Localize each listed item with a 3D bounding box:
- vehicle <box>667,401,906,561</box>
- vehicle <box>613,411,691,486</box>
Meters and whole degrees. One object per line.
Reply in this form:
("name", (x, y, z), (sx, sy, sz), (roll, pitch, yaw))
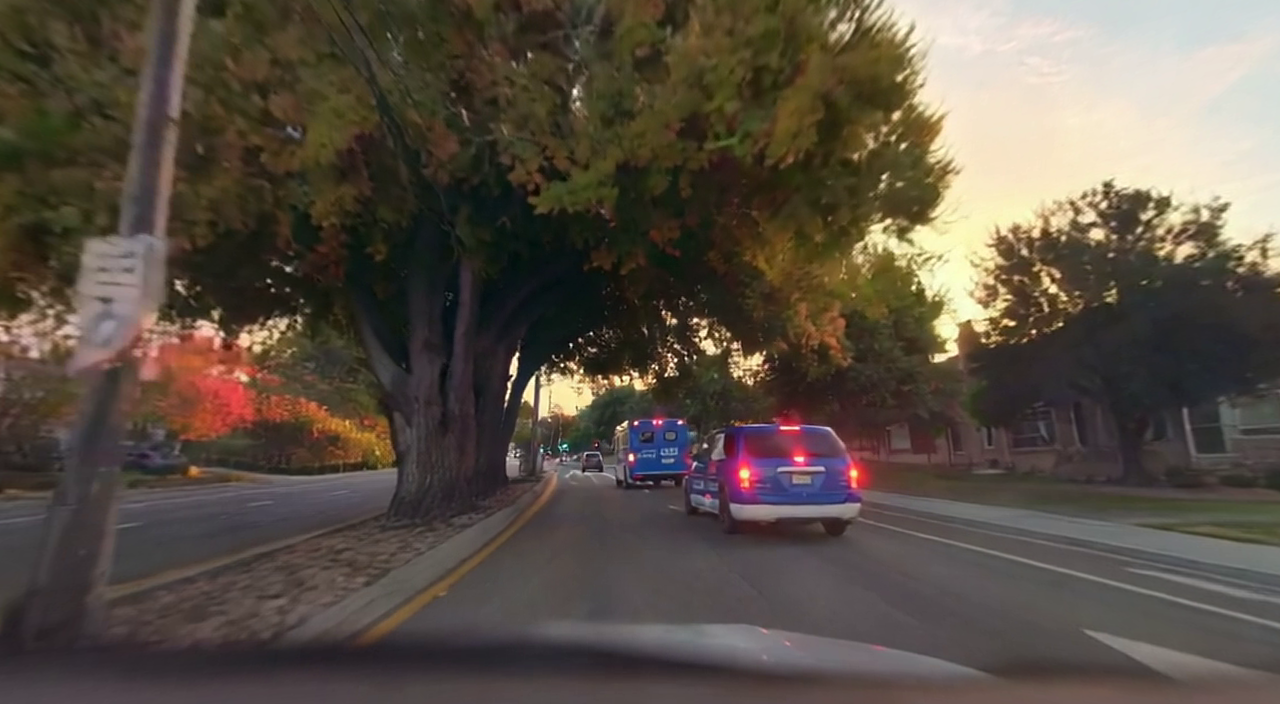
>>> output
("vehicle", (1.922, 1.914, 10.218), (2.194, 1.922, 4.822), (1, -8, -7))
("vehicle", (0.309, 3.886, 25.690), (2.406, 2.687, 5.521), (1, -8, -7))
